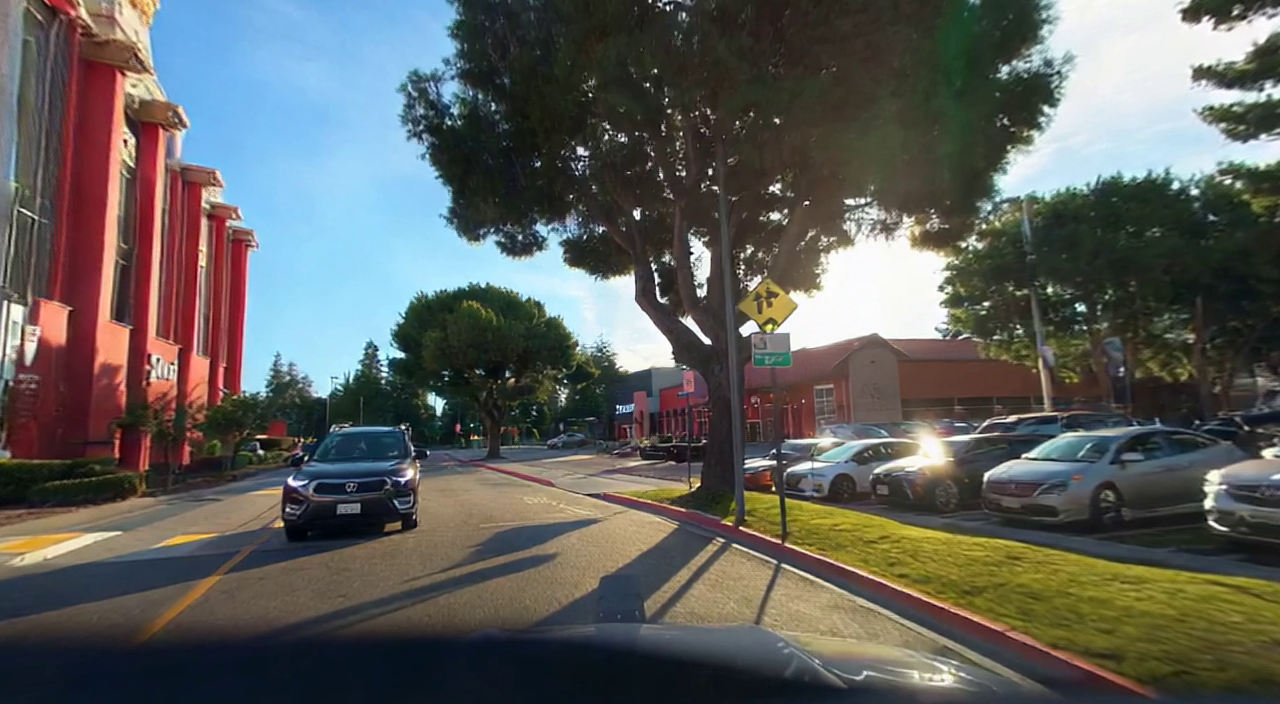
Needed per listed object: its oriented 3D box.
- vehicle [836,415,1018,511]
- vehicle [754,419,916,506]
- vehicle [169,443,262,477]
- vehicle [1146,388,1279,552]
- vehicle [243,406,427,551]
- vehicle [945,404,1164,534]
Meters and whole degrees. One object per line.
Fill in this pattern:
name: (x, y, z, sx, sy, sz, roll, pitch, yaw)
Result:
vehicle: (5.394, 1.973, 11.645, 1.925, 1.455, 3.577, -7, -11, 43)
vehicle: (4.376, 2.348, 13.849, 1.935, 1.441, 3.556, -9, -8, 42)
vehicle: (-19.931, 5.046, 29.688, 1.802, 1.482, 3.661, 0, -8, 0)
vehicle: (7.139, 1.239, 7.021, 1.941, 1.446, 4.093, -7, -10, 42)
vehicle: (-4.577, 1.868, 10.092, 2.065, 1.773, 4.128, 3, -8, -19)
vehicle: (6.043, 1.575, 9.022, 1.911, 1.440, 3.543, -7, -11, 43)
